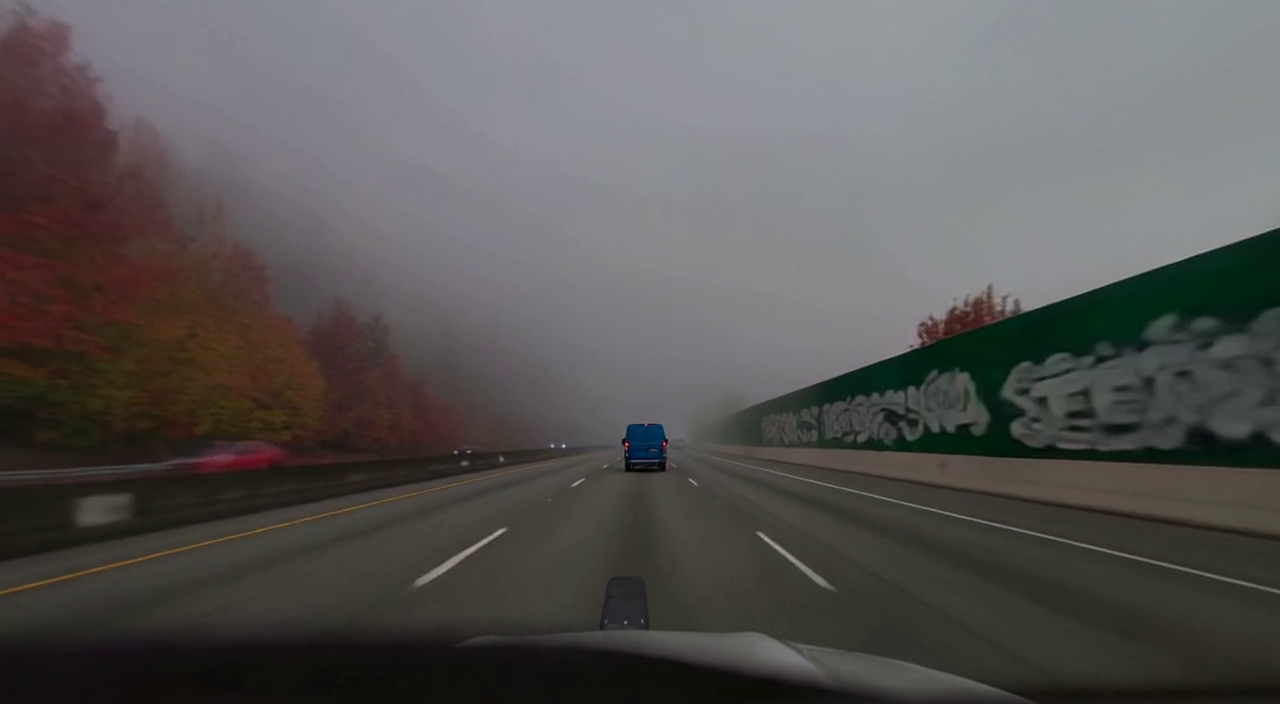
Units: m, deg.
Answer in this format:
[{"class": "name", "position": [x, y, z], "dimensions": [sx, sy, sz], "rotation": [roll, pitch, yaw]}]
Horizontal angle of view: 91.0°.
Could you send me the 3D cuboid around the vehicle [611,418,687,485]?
[{"class": "vehicle", "position": [0.254, 3.294, 21.032], "dimensions": [2.283, 1.956, 4.421], "rotation": [0, -8, 0]}]
